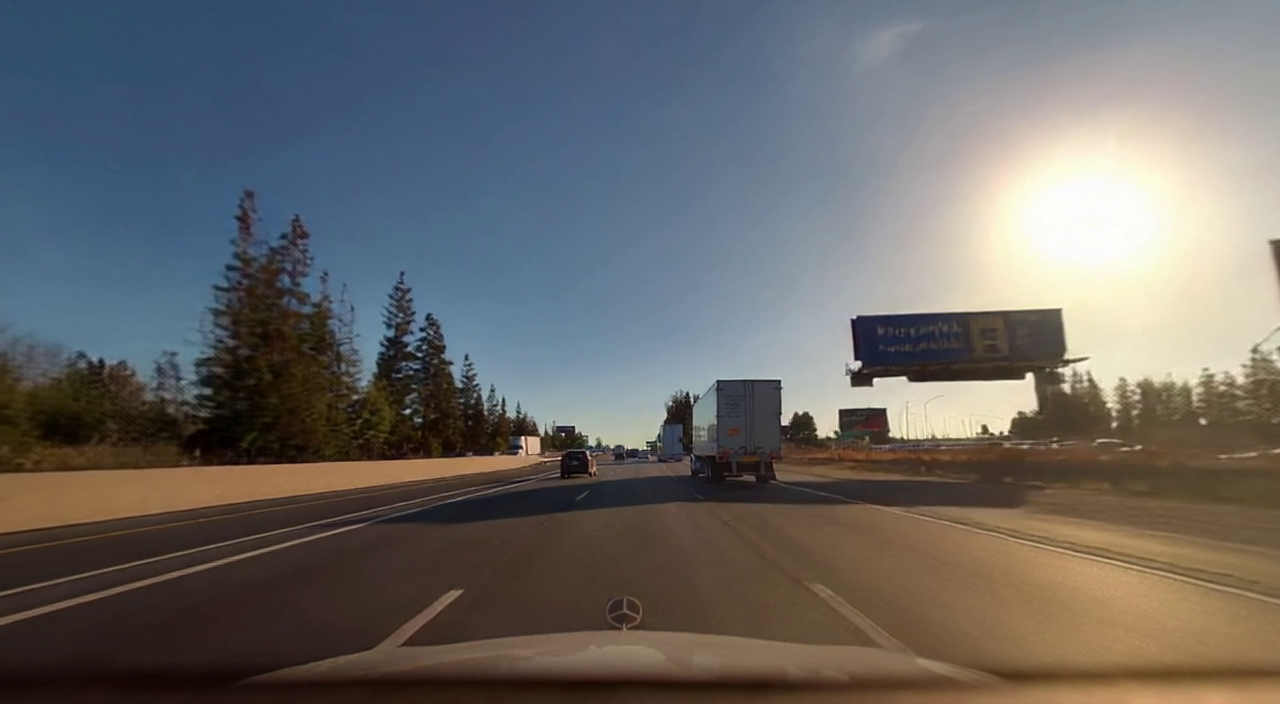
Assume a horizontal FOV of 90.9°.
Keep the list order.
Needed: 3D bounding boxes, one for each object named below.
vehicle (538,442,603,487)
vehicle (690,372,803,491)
[{"bbox_3d":[-2.989,4.969,28.224,2.291,1.788,4.825,0,-9,1],"label":"vehicle"},{"bbox_3d":[4.382,3.913,29.701,2.826,4.269,14.176,0,-9,0],"label":"vehicle"}]
